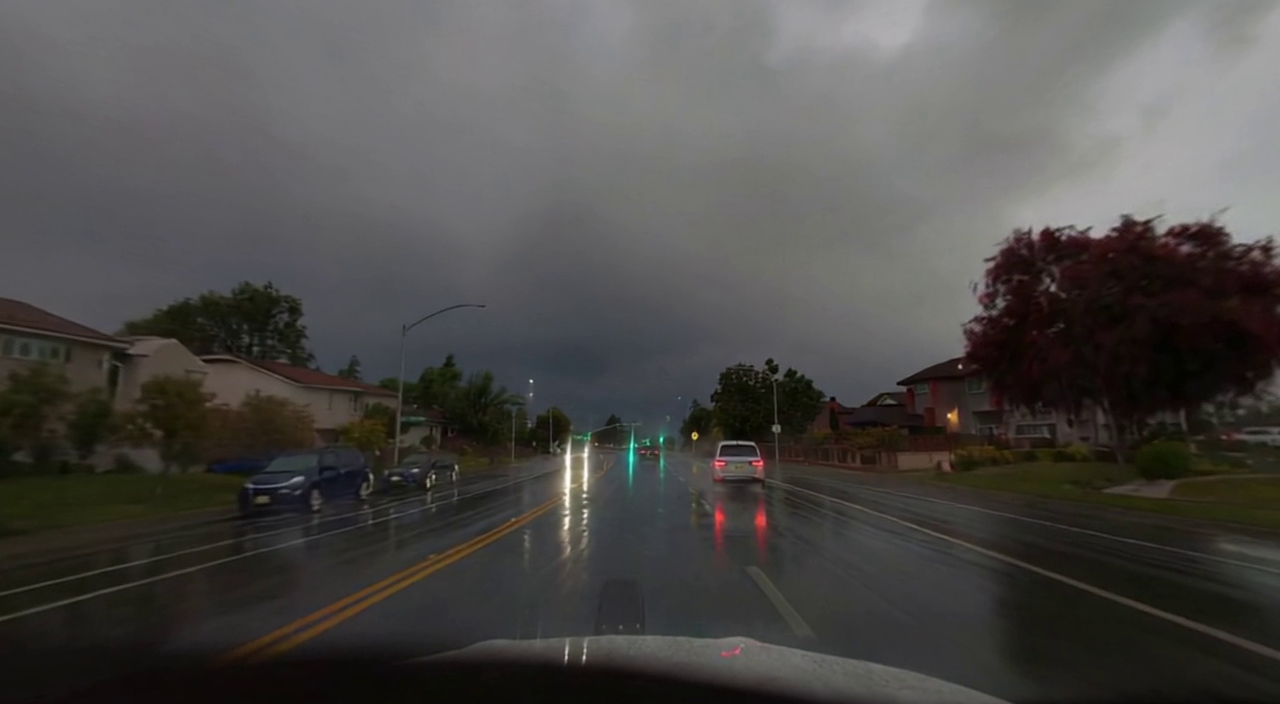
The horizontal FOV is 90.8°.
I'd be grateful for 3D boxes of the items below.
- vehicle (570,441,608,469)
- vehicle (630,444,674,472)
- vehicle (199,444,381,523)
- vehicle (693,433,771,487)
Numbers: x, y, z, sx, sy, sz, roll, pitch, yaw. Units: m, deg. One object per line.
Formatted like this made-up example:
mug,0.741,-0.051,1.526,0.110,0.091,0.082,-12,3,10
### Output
vehicle,-3.429,7.059,43.445,2.091,1.811,4.651,0,-9,2
vehicle,0.596,5.828,34.904,2.196,1.449,4.006,0,-9,-2
vehicle,-9.033,3.384,16.908,2.188,1.813,4.478,0,-8,1
vehicle,3.259,3.947,23.381,2.200,1.763,4.676,0,-8,0
